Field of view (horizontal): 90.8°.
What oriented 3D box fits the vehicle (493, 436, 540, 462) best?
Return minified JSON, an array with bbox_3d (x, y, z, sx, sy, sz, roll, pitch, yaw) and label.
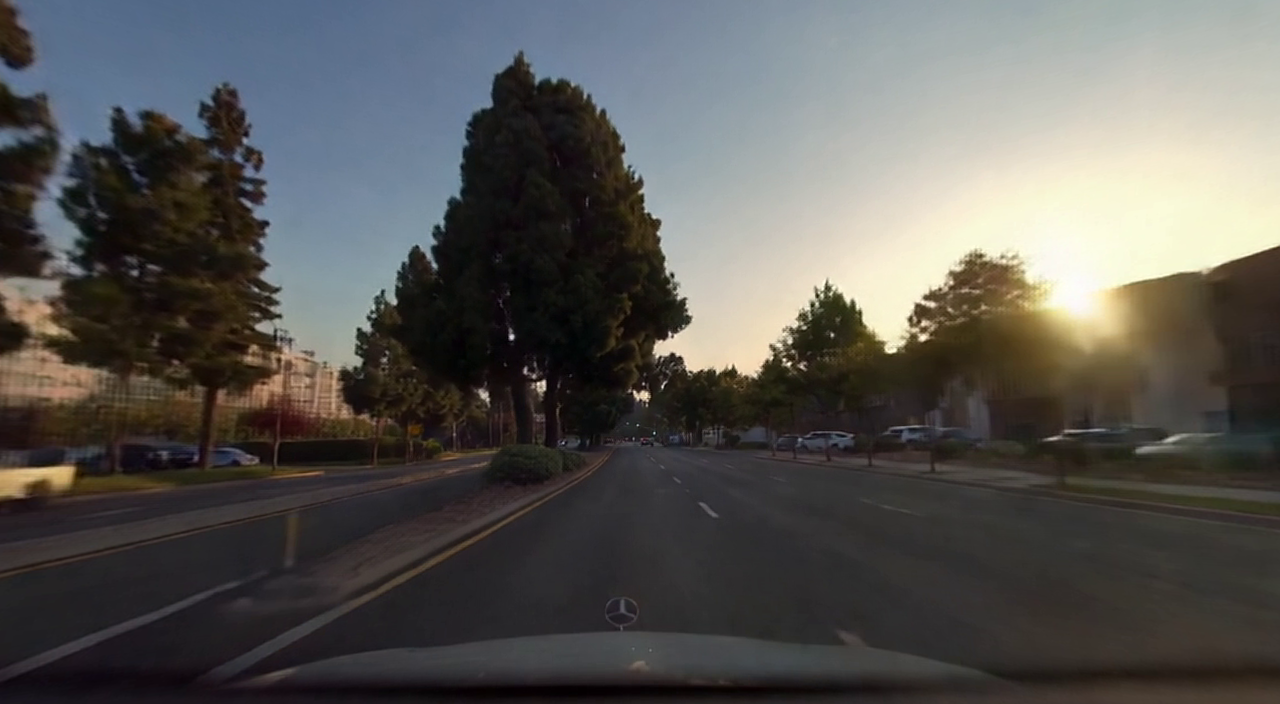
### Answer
[{"bbox_3d":[-9.016,7.039,45.877,1.958,1.774,4.497,5,-10,-30],"label":"vehicle"}]
